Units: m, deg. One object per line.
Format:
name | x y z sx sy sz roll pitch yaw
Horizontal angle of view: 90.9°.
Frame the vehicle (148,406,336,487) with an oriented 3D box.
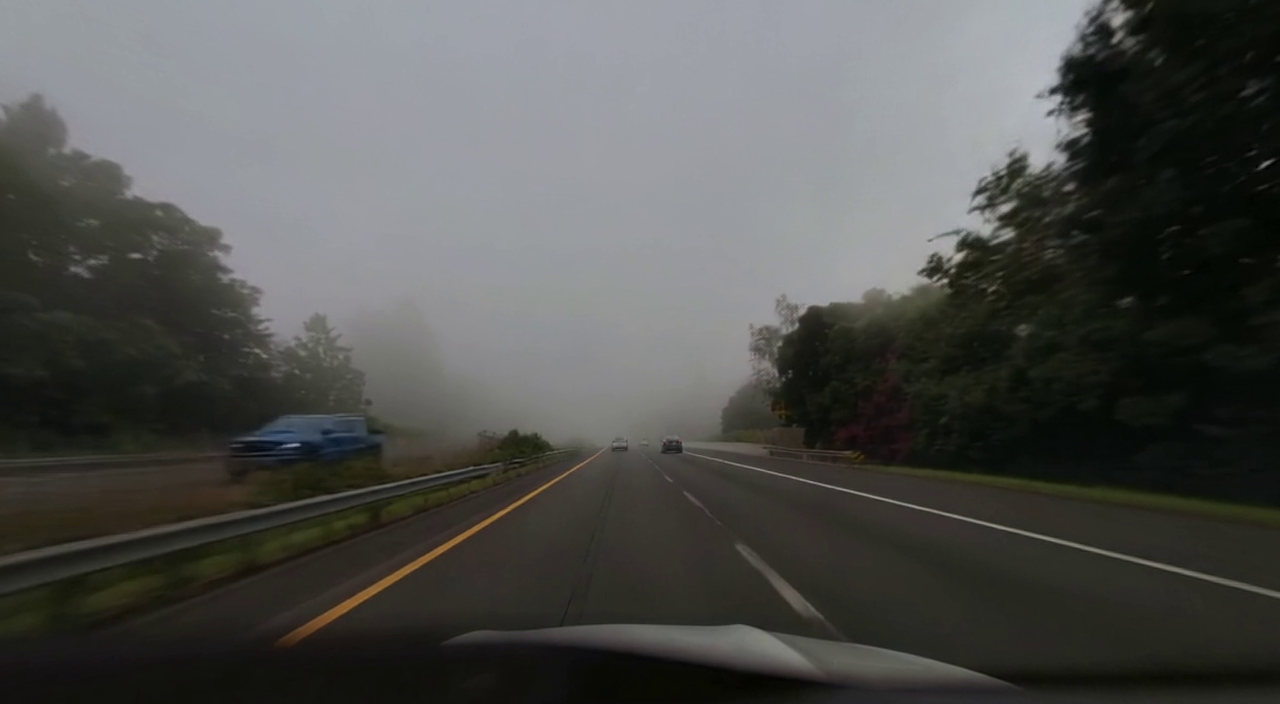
vehicle | -9.535 2.310 15.621 1.997 1.729 4.143 0 -8 -1
